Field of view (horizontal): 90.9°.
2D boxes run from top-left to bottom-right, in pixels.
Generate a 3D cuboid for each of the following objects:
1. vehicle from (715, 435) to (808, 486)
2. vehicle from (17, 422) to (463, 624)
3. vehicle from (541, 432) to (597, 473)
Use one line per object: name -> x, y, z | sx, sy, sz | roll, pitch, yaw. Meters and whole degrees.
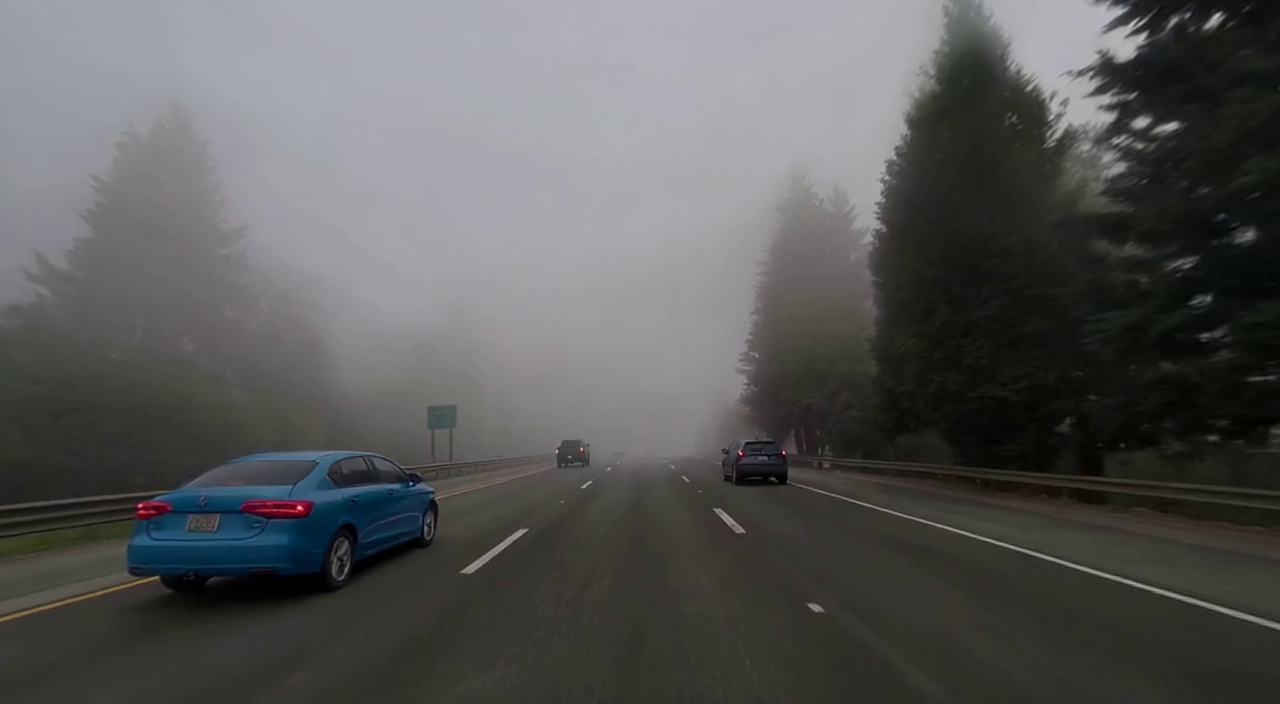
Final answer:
vehicle -> 3.847, 3.529, 20.812 | 2.100, 1.472, 4.533 | 0, -8, -1
vehicle -> -3.600, 1.592, 6.954 | 1.948, 1.475, 4.461 | 0, -8, 1
vehicle -> -3.363, 4.902, 30.844 | 2.122, 1.847, 4.696 | 0, -8, 1
